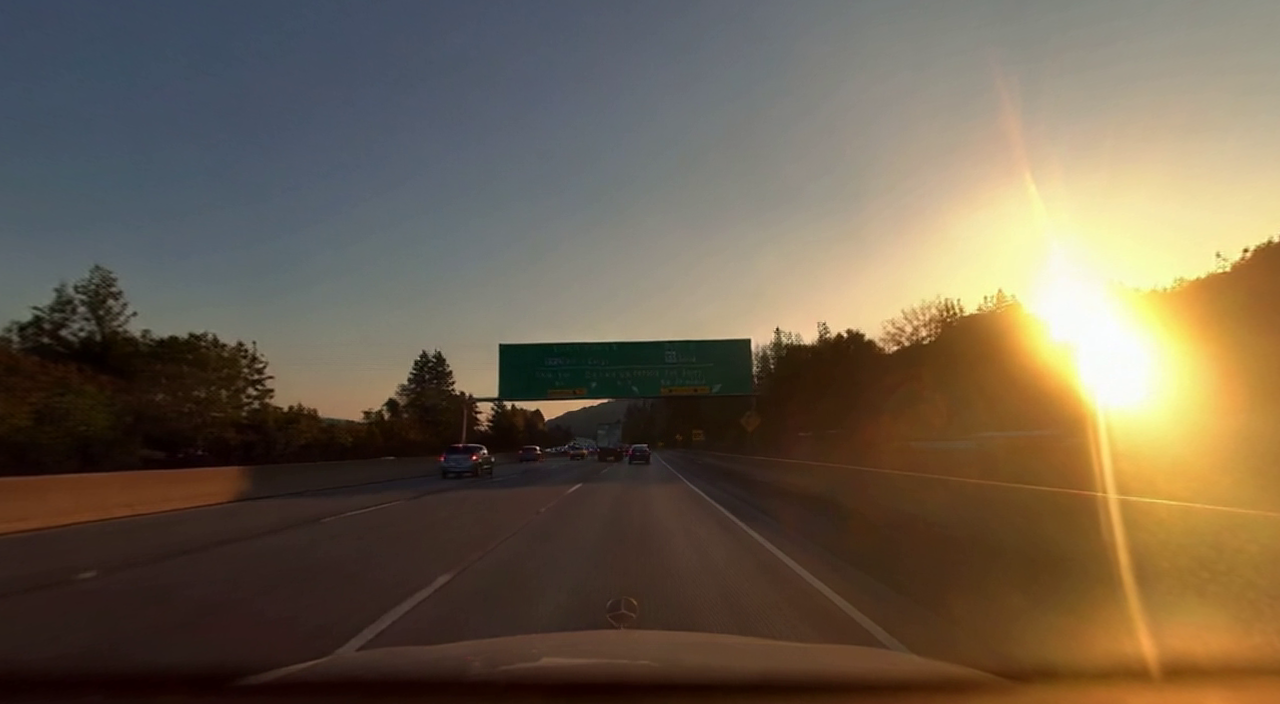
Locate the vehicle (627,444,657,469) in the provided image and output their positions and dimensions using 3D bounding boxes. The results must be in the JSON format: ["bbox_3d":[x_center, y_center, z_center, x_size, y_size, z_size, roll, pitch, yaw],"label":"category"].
[{"bbox_3d":[0.147,7.035,42.619,1.931,1.528,4.126,0,-8,1],"label":"vehicle"}]

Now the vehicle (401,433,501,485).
[{"bbox_3d":[-7.189,4.130,24.679,2.115,1.778,5.572,0,-8,1],"label":"vehicle"}]
